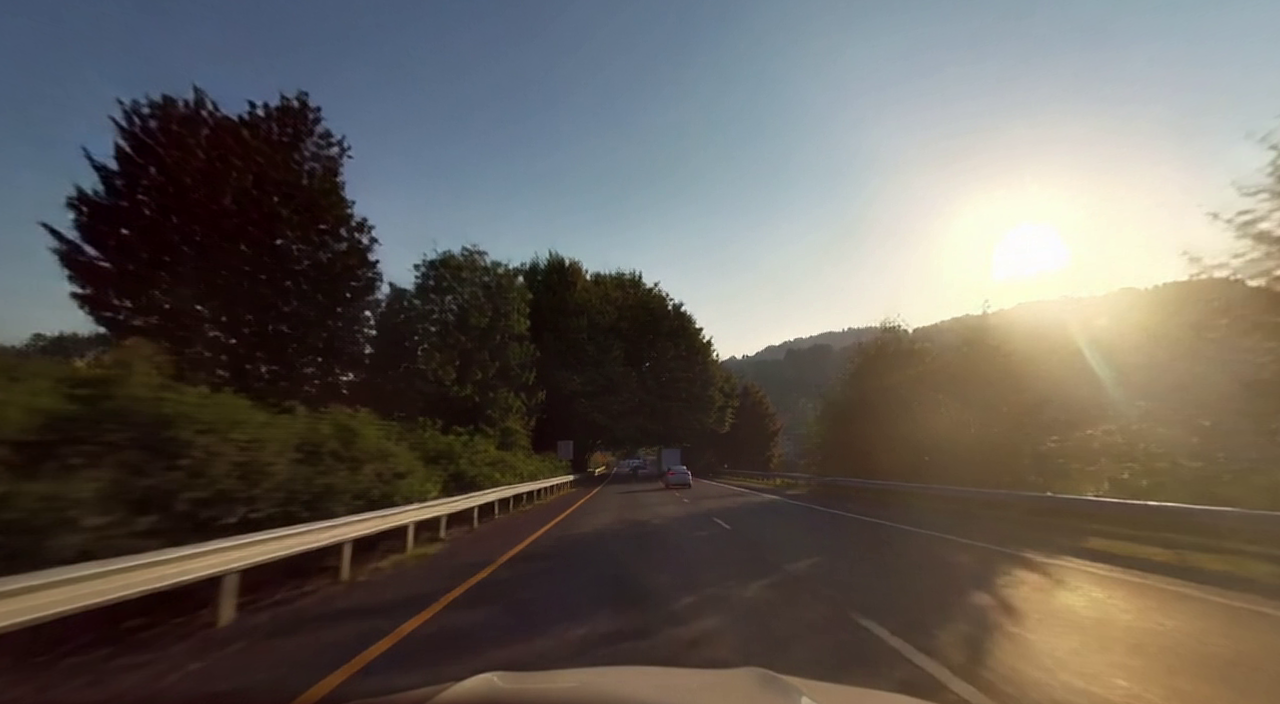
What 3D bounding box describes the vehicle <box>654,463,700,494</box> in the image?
[{"bbox_3d":[1.851,6.553,32.762,1.976,1.467,3.783,1,-11,-3],"label":"vehicle"}]
